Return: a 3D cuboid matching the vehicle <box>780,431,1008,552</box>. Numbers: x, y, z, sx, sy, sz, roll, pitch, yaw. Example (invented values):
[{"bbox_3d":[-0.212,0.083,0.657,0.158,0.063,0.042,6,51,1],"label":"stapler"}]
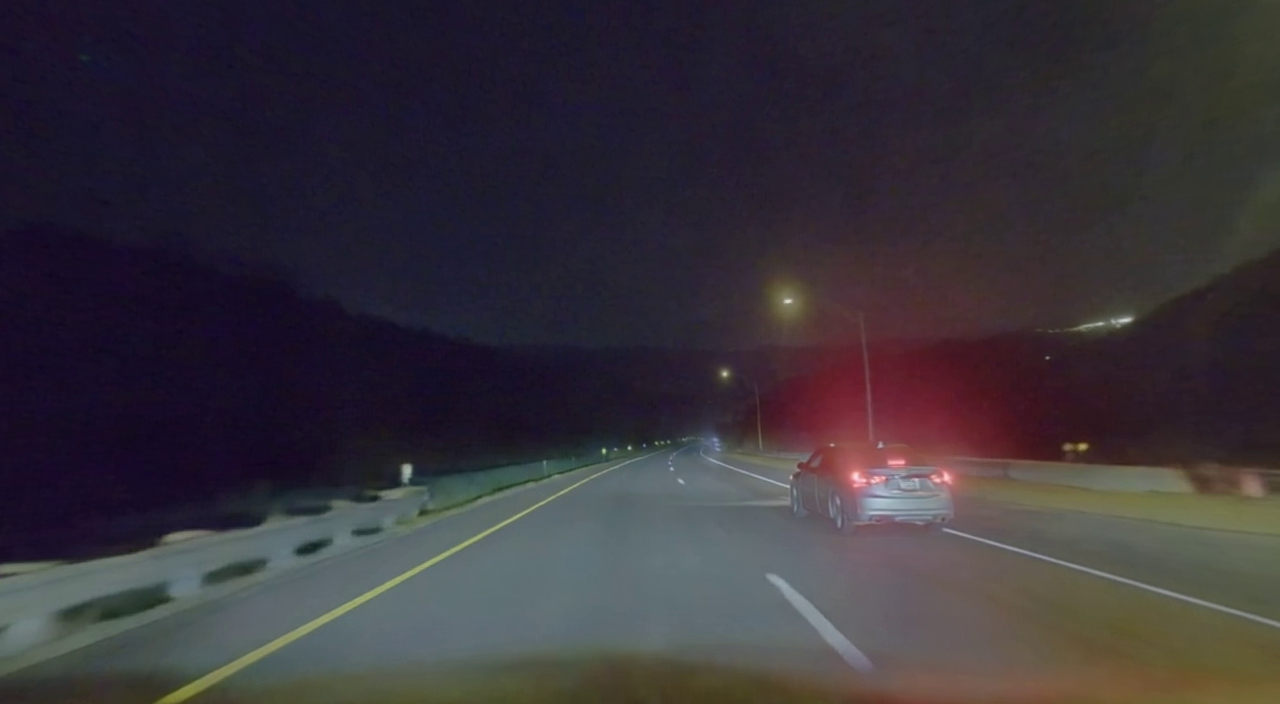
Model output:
[{"bbox_3d":[3.690,2.081,10.115,1.997,1.515,4.025,0,-8,0],"label":"vehicle"}]
